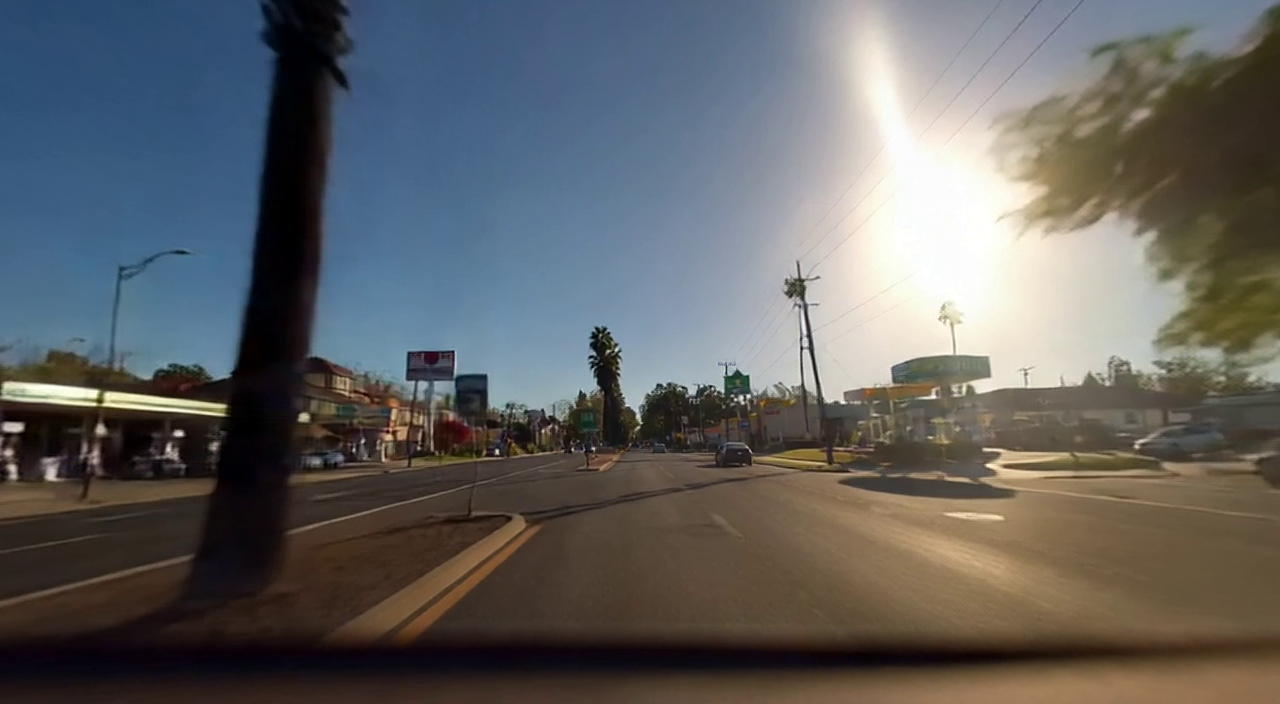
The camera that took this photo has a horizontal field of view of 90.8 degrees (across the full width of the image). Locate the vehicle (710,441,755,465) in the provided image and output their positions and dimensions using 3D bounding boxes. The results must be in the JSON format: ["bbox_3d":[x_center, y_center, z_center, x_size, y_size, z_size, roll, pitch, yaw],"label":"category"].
[{"bbox_3d":[6.066,6.706,41.971,2.261,1.479,4.403,0,-8,-2],"label":"vehicle"}]

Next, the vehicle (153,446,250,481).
[{"bbox_3d":[-25.936,6.580,37.623,2.056,1.890,5.063,0,-8,1],"label":"vehicle"}]

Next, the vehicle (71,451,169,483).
[{"bbox_3d":[-30.966,6.810,37.806,1.993,1.737,4.539,0,-8,-1],"label":"vehicle"}]
